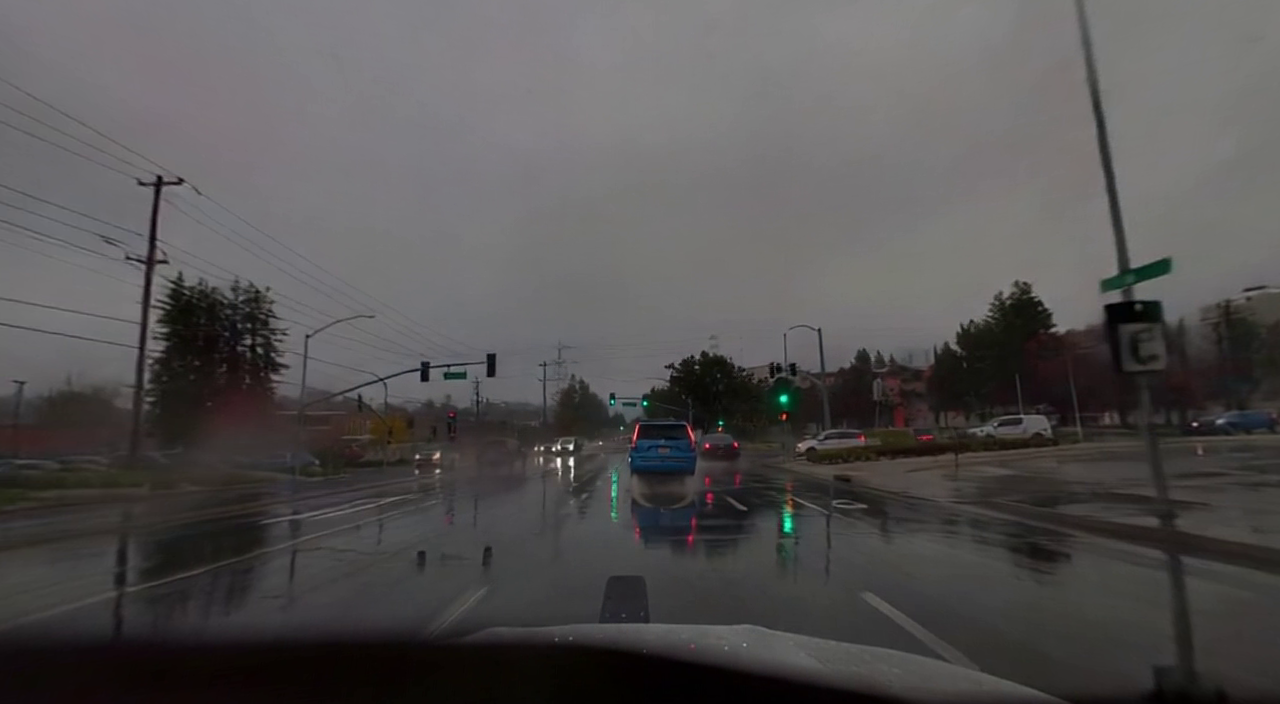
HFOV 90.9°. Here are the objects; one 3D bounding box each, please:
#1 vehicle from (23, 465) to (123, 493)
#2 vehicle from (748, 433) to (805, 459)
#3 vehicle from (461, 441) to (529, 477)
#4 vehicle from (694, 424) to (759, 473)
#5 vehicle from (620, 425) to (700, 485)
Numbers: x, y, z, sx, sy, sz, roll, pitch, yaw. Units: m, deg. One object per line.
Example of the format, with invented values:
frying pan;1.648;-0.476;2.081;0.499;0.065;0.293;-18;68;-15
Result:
vehicle;-34.073;7.600;38.067;1.819;1.433;4.403;0;-8;2
vehicle;9.981;6.812;45.921;2.228;1.760;4.386;-7;-11;40
vehicle;-6.454;4.796;28.583;1.966;1.461;4.422;0;-8;1
vehicle;4.041;4.671;30.629;2.452;2.148;5.877;0;-8;1
vehicle;0.621;3.600;22.327;2.513;1.854;5.235;0;-8;0
